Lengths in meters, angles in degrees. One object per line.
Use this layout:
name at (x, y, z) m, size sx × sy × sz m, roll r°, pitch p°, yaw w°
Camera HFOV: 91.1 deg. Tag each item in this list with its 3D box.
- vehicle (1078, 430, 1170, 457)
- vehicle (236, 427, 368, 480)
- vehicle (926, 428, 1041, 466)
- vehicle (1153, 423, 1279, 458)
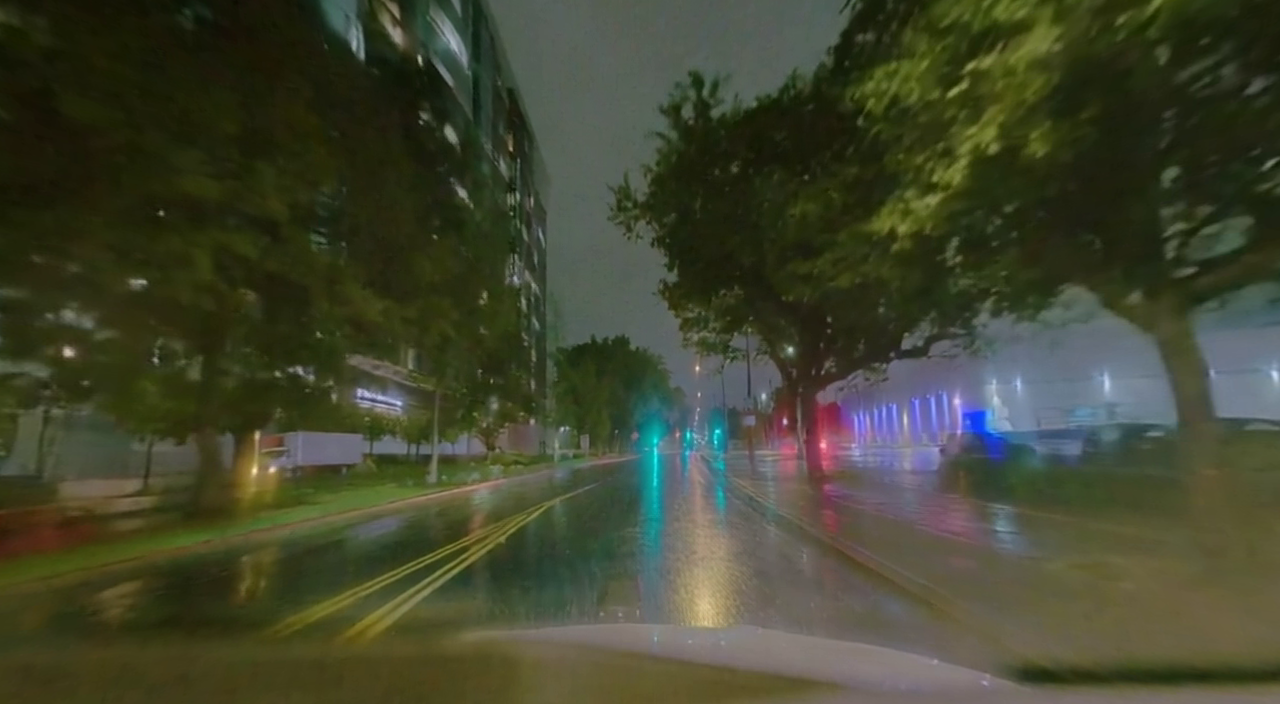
vehicle at (27.348, 5.212, 35.625) m, size 3.531 × 1.414 × 1.906 m, roll -1°, pitch -9°, yaw 6°
vehicle at (-19.414, 5.820, 36.678) m, size 2.166 × 2.698 × 7.006 m, roll -7°, pitch -9°, yaw 20°
vehicle at (15.207, 4.227, 27.980) m, size 3.997 × 1.579 × 1.799 m, roll -1°, pitch -10°, yaw 3°
vehicle at (26.852, 4.118, 29.102) m, size 4.307 × 1.544 × 1.949 m, roll -1°, pitch -9°, yaw 7°
